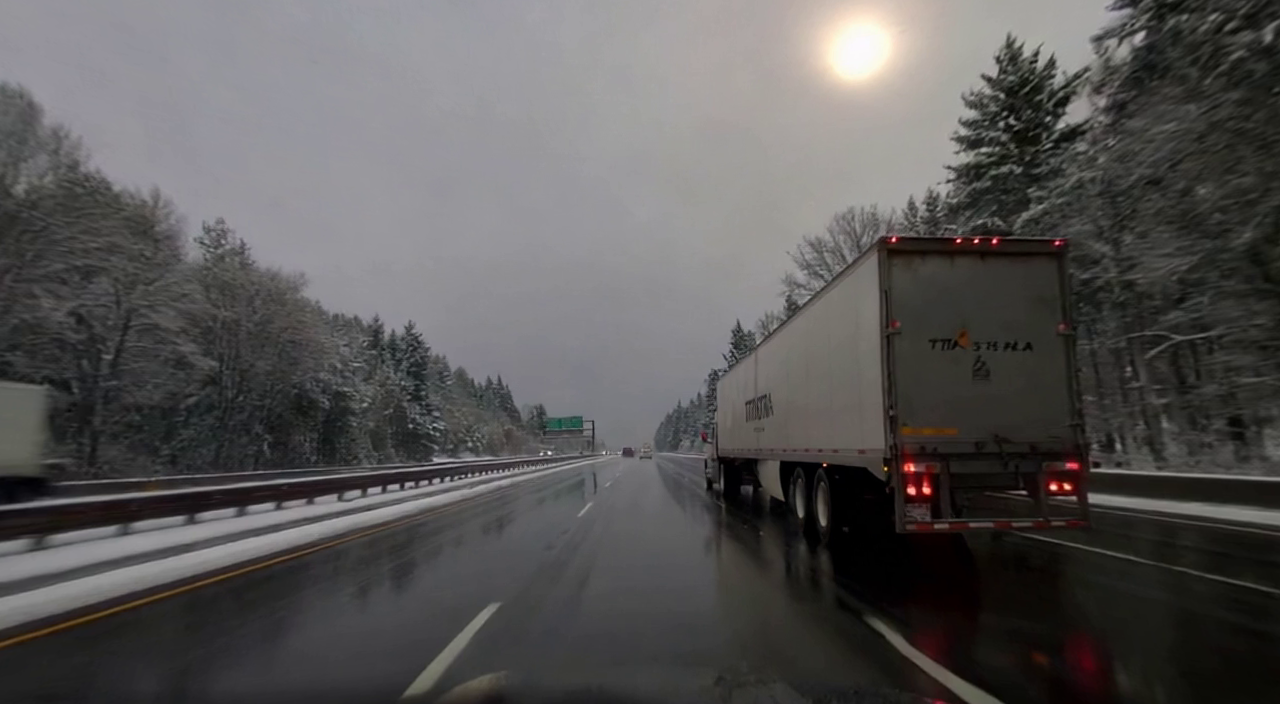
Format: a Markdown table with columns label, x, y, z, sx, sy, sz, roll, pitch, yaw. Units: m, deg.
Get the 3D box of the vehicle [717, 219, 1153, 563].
| label | x | y | z | sx | sy | sz | roll | pitch | yaw |
| --- | --- | --- | --- | --- | --- | --- | --- | --- | --- |
| vehicle | 4.200 | 1.481 | 14.369 | 2.947 | 4.020 | 14.220 | 0 | -9 | -1 |
